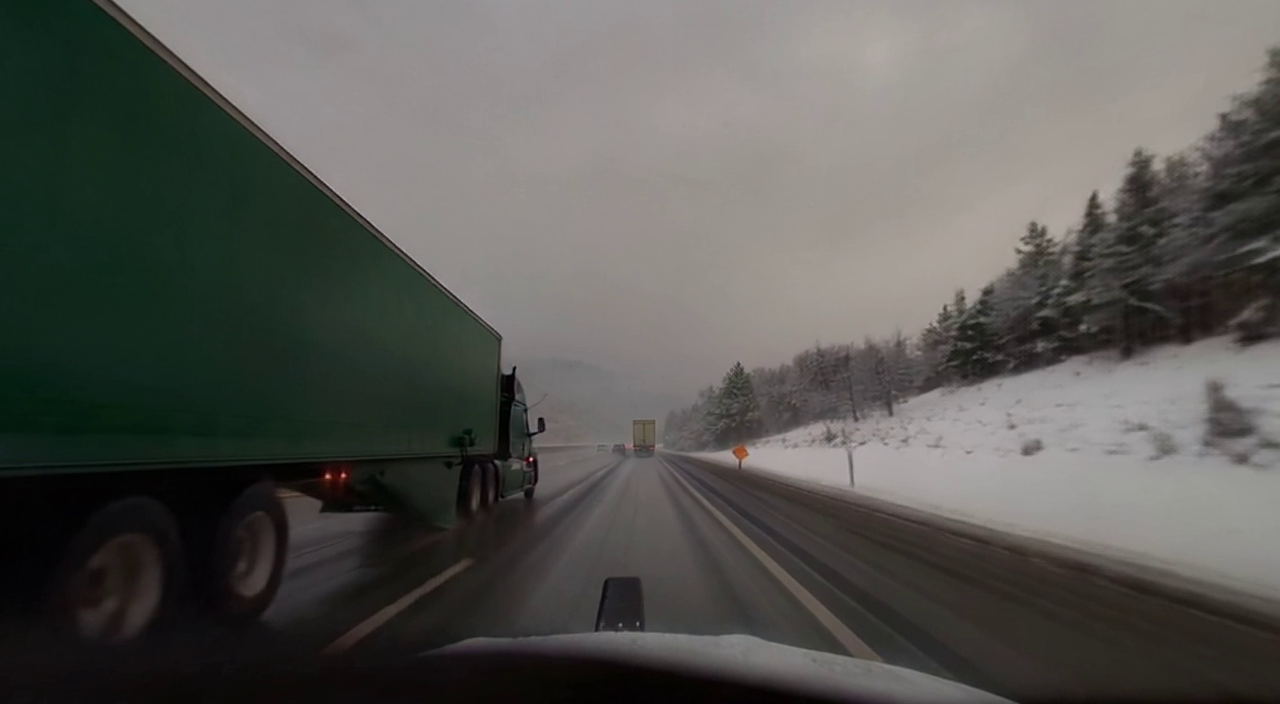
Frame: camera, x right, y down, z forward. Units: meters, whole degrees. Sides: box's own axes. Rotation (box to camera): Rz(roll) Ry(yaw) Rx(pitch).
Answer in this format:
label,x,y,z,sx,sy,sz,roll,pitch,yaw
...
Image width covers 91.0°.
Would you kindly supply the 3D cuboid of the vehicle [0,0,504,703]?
label,x,y,z,sx,sy,sz,roll,pitch,yaw
vehicle,-3.715,0.521,5.356,2.789,3.271,10.894,1,-9,-1
